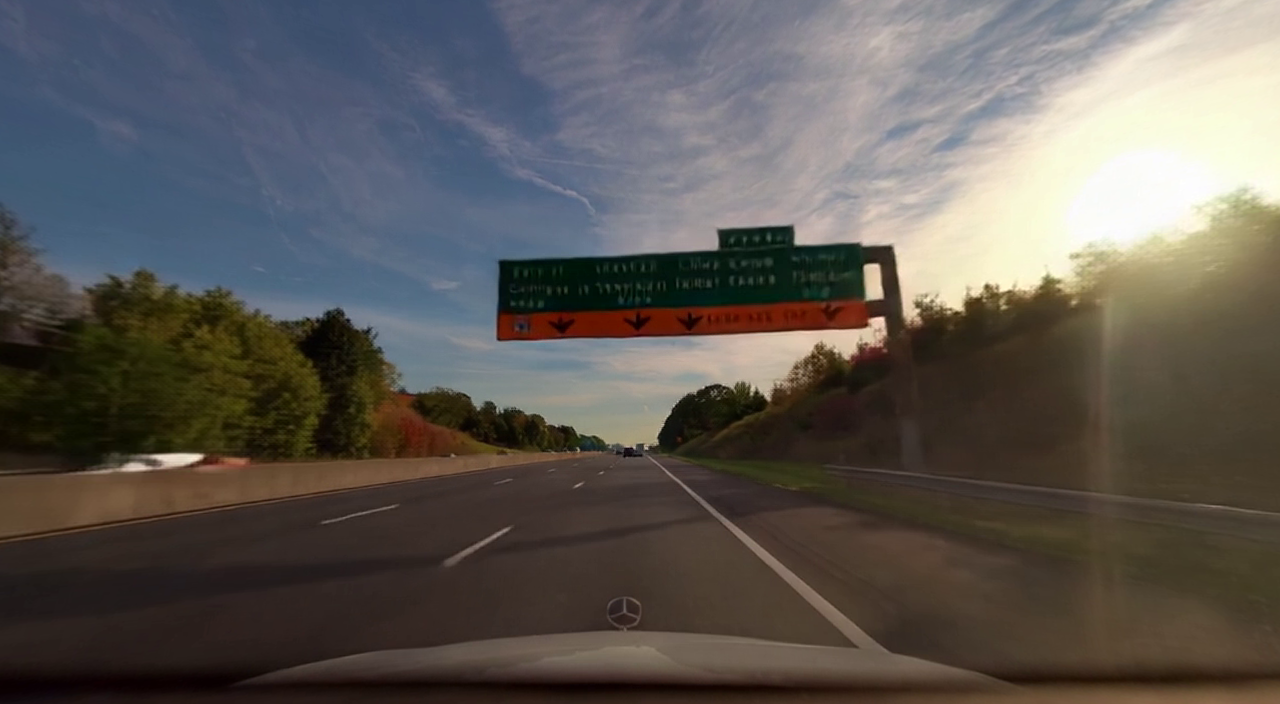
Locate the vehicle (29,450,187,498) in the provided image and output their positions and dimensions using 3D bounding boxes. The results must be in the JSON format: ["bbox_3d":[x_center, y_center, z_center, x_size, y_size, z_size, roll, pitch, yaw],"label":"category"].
[{"bbox_3d":[-21.097,4.816,25.388,2.098,1.729,4.844,0,-9,0],"label":"vehicle"}]

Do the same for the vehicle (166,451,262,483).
[{"bbox_3d":[-21.094,5.684,31.483,1.787,1.437,4.161,-1,-9,1],"label":"vehicle"}]
